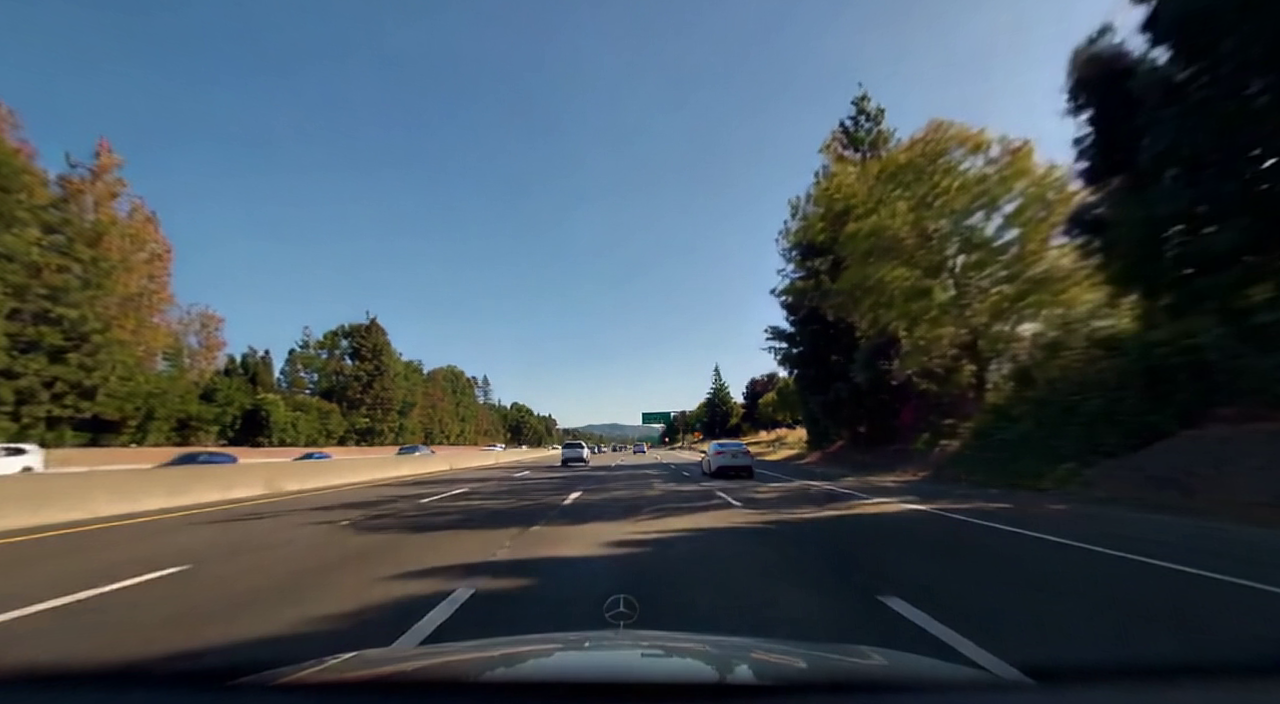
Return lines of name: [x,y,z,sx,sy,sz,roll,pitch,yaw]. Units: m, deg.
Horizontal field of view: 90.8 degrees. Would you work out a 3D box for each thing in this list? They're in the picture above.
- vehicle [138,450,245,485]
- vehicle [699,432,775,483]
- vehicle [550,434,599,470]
vehicle: [-20.717,5.327,29.457,1.792,1.445,4.345,0,-9,0]
vehicle: [3.443,3.863,23.339,2.053,1.714,4.097,0,-9,-1]
vehicle: [-3.441,5.402,34.208,2.173,1.793,4.564,0,-9,0]
